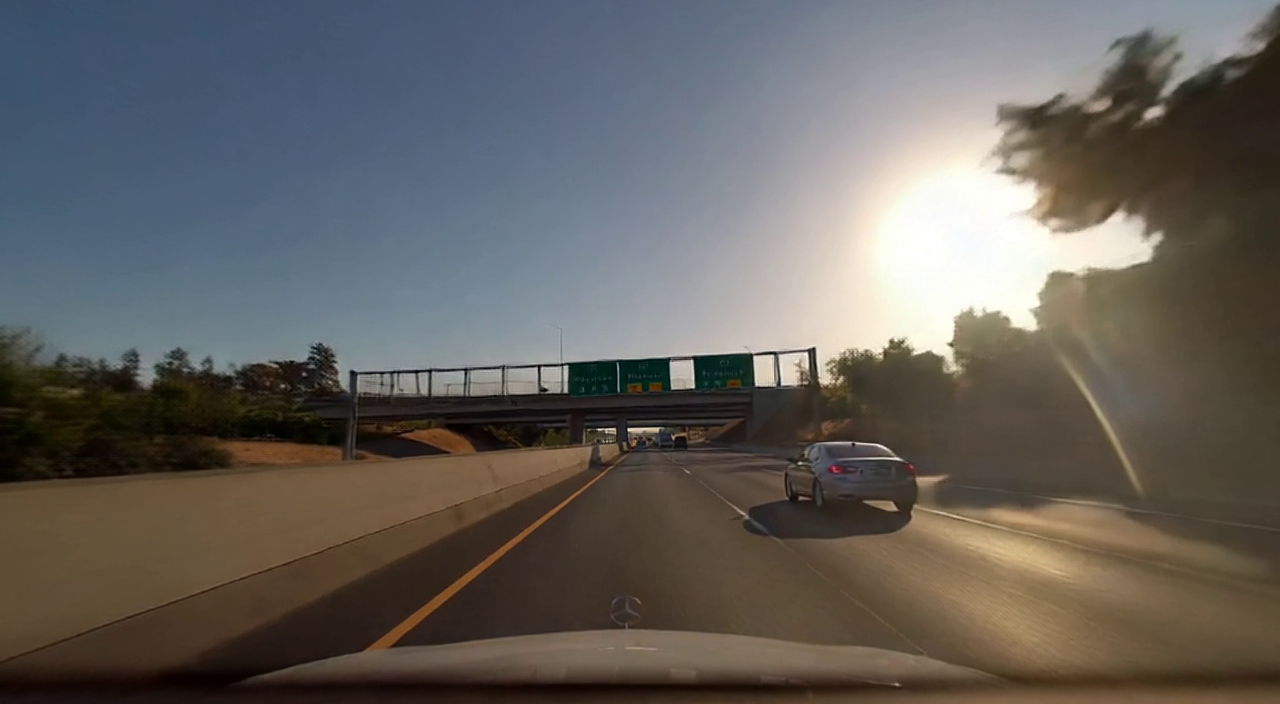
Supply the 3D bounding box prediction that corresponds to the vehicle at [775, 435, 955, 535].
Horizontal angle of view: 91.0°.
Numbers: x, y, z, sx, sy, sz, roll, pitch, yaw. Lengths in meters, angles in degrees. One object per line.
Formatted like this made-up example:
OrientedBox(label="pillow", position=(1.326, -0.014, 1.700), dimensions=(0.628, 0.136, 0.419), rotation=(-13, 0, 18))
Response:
OrientedBox(label="vehicle", position=(3.655, 2.191, 11.015), dimensions=(1.683, 1.400, 3.868), rotation=(0, -8, -1))
